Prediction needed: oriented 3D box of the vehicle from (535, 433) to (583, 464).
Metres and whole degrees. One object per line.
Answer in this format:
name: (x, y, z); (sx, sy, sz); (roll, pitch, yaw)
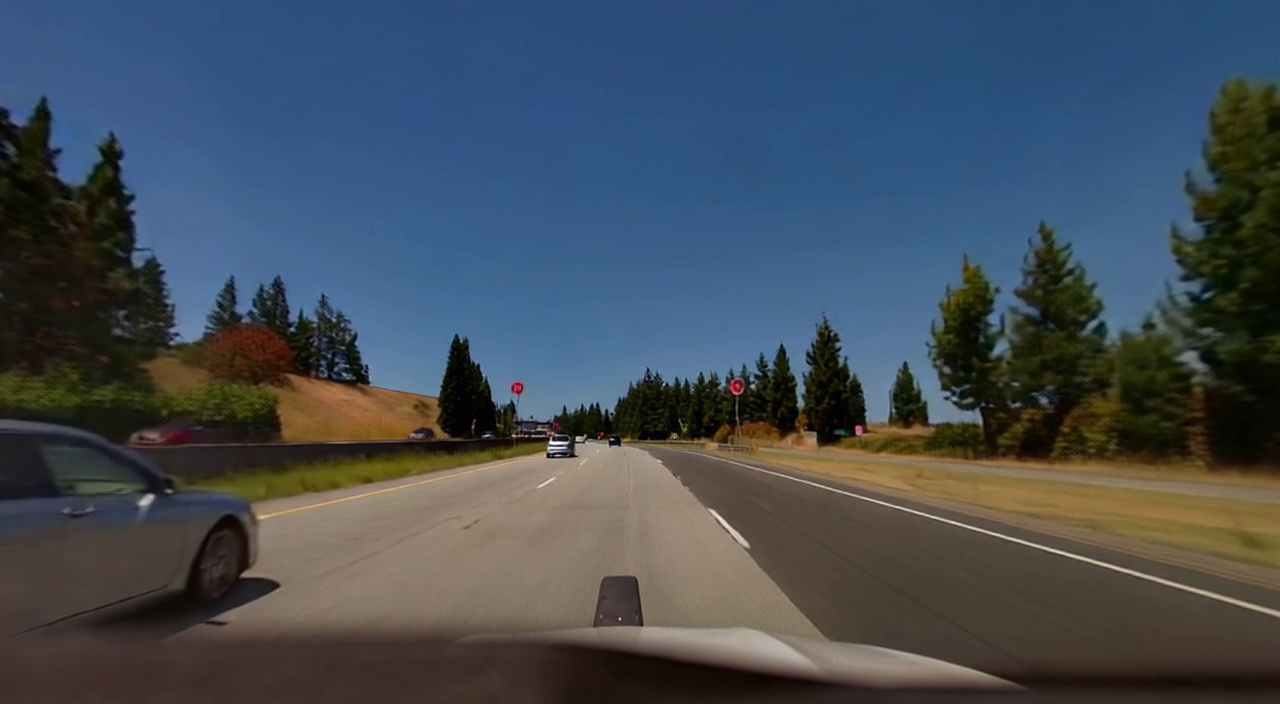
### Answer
vehicle: (-3.899, 4.696, 30.934); (1.874, 1.369, 3.875); (0, -8, -1)

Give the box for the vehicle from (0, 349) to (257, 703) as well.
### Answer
vehicle: (-3.892, 0.724, 2.286); (2.047, 1.612, 4.631); (0, -8, 0)
